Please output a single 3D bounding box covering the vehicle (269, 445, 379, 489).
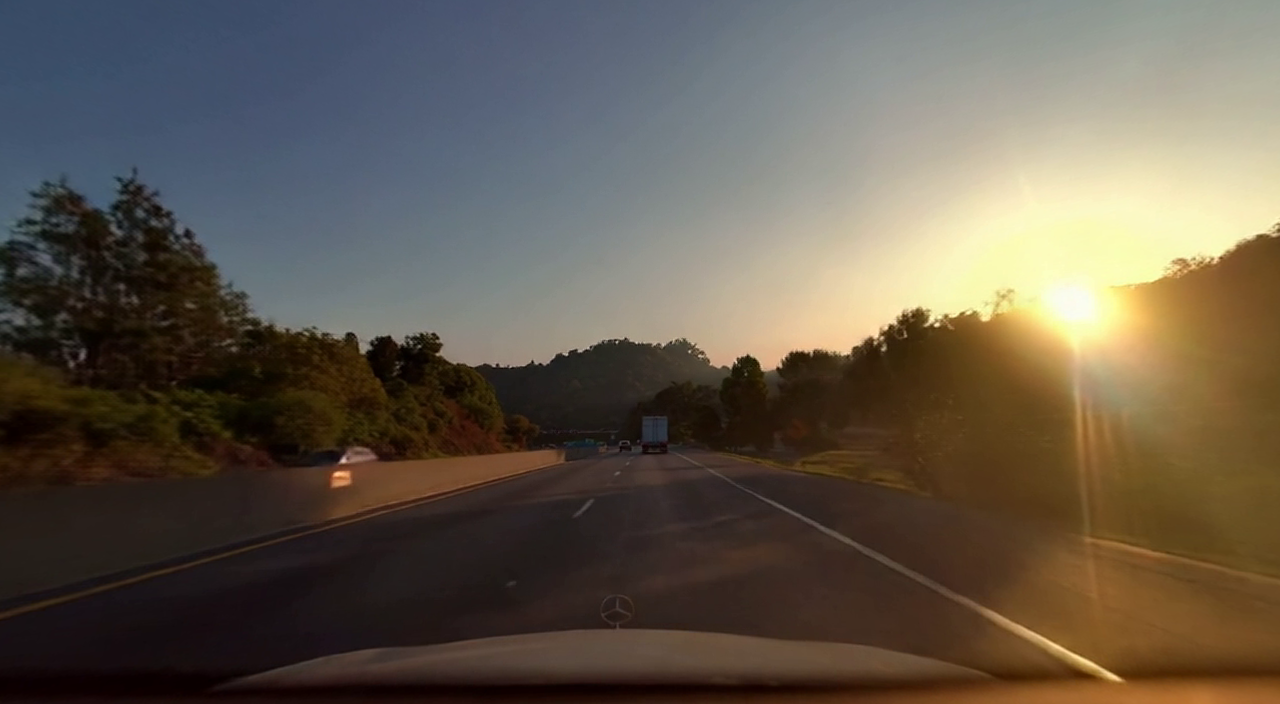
[{"bbox_3d":[-12.504,4.542,25.346,1.968,1.550,4.665,0,-8,1],"label":"vehicle"}]
